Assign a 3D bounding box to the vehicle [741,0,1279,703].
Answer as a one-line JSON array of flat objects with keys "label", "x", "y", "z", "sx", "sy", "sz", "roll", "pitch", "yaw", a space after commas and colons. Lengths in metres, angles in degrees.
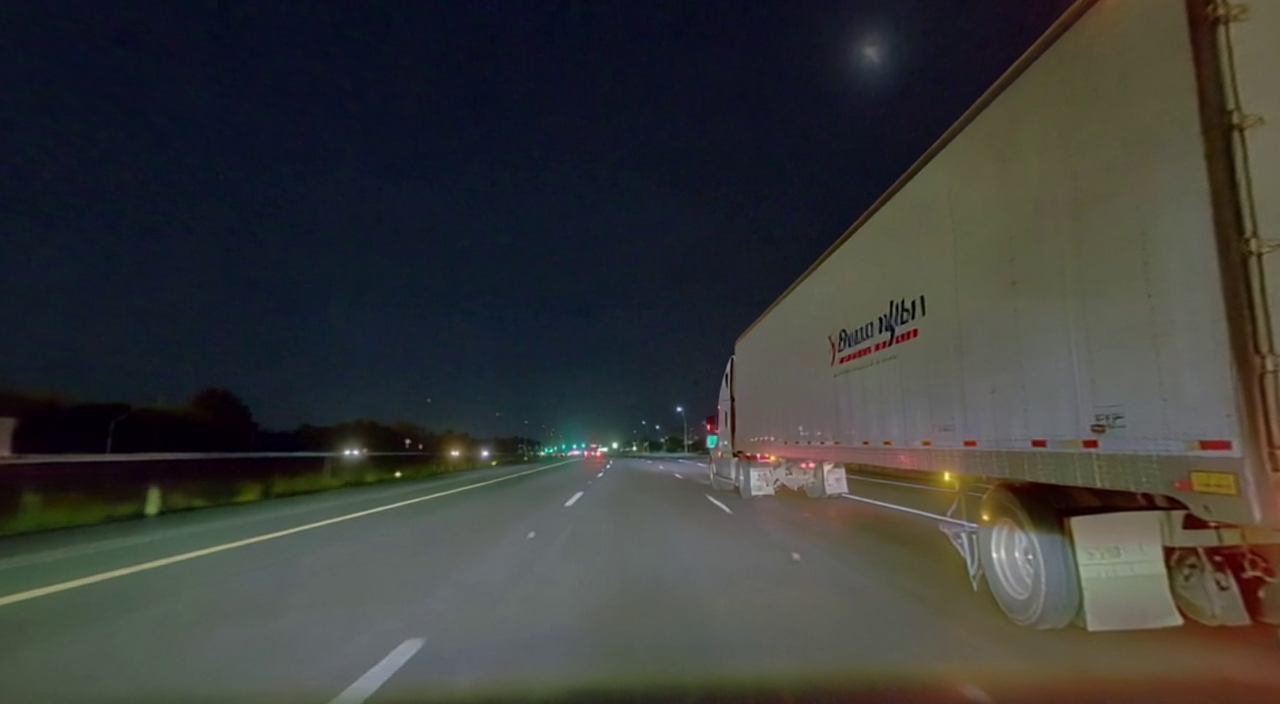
[{"label": "vehicle", "x": 3.914, "y": 0.573, "z": 8.867, "sx": 2.962, "sy": 4.132, "sz": 12.720, "roll": 0, "pitch": -8, "yaw": 0}]
